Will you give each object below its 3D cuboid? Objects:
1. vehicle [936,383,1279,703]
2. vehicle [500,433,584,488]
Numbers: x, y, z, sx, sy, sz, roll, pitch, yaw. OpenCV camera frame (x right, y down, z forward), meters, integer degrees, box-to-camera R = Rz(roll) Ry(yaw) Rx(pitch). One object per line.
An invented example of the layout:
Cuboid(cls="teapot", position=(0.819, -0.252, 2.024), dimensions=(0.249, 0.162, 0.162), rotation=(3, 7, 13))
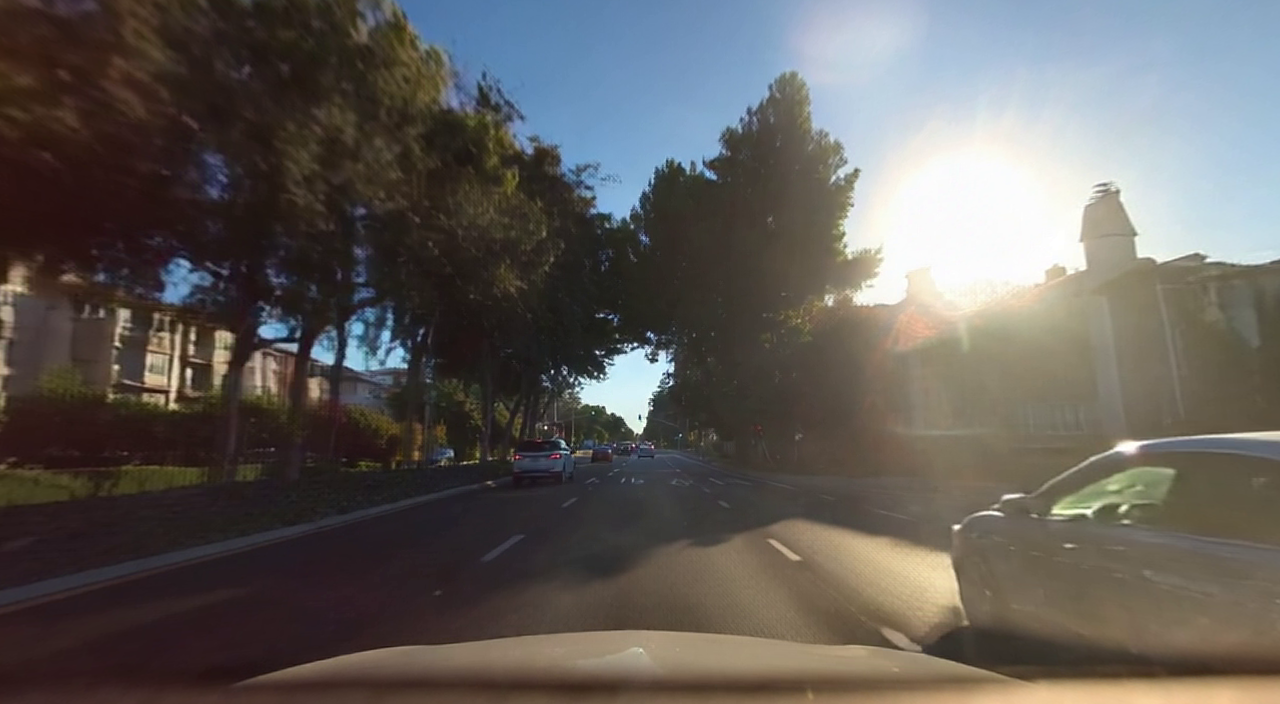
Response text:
Cuboid(cls="vehicle", position=(3.228, 0.942, 2.616), dimensions=(1.945, 1.530, 4.320), rotation=(0, -8, 1))
Cuboid(cls="vehicle", position=(-3.560, 4.071, 23.981), dimensions=(2.216, 1.828, 4.886), rotation=(0, -8, 3))
